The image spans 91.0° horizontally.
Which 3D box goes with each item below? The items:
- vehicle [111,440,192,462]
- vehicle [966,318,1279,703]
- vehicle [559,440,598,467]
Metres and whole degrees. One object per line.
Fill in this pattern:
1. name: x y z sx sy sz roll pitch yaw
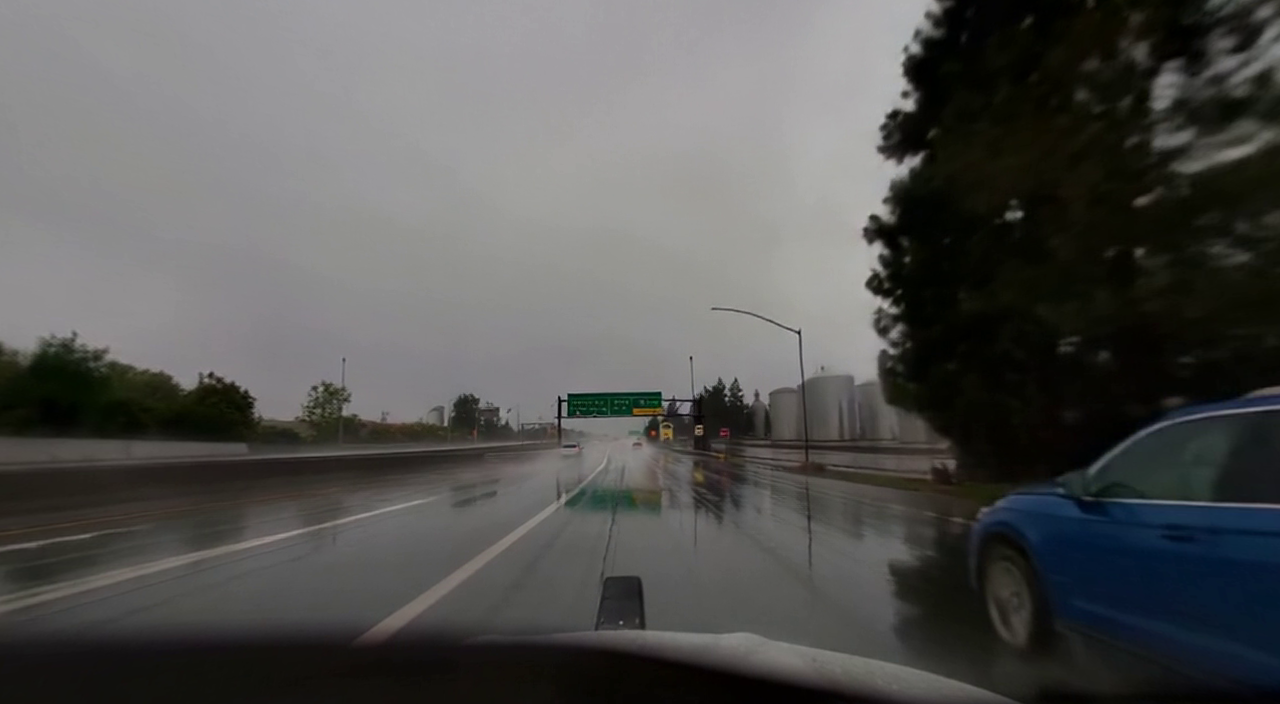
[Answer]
1. vehicle: -35.985 7.284 46.545 1.837 1.541 4.634 -1 -9 10
2. vehicle: 3.637 0.741 2.249 2.296 1.790 5.067 0 -9 1
3. vehicle: -3.793 6.332 39.428 2.012 1.571 4.232 0 -9 0
